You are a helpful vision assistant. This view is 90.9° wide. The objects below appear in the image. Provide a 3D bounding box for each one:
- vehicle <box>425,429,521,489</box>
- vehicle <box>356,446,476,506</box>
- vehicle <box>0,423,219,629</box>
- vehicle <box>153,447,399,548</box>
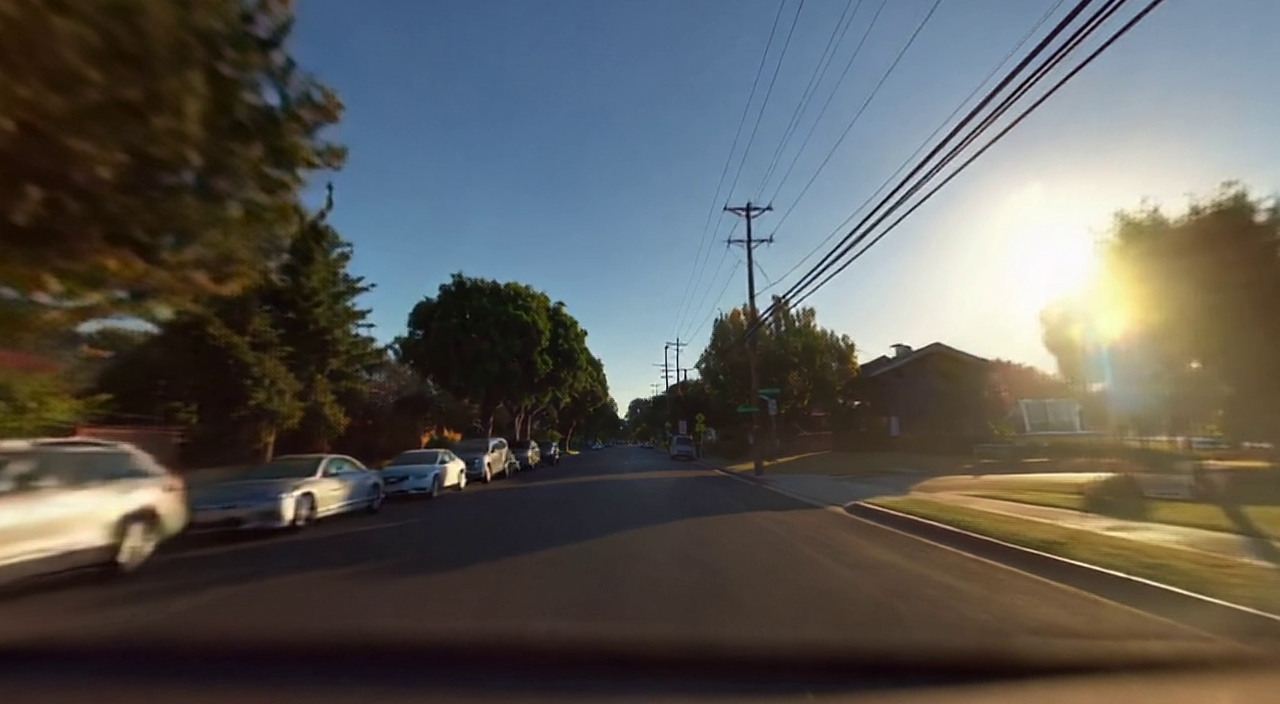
[{"bbox_3d":[-6.251,4.085,24.436,2.222,2.022,5.547,0,-8,0],"label":"vehicle"},{"bbox_3d":[-6.164,3.415,17.932,1.890,1.453,4.430,0,-8,-2],"label":"vehicle"},{"bbox_3d":[-6.244,1.495,5.634,1.848,1.698,4.482,0,-8,0],"label":"vehicle"},{"bbox_3d":[-6.263,2.496,11.636,1.816,1.460,4.542,0,-8,0],"label":"vehicle"}]
